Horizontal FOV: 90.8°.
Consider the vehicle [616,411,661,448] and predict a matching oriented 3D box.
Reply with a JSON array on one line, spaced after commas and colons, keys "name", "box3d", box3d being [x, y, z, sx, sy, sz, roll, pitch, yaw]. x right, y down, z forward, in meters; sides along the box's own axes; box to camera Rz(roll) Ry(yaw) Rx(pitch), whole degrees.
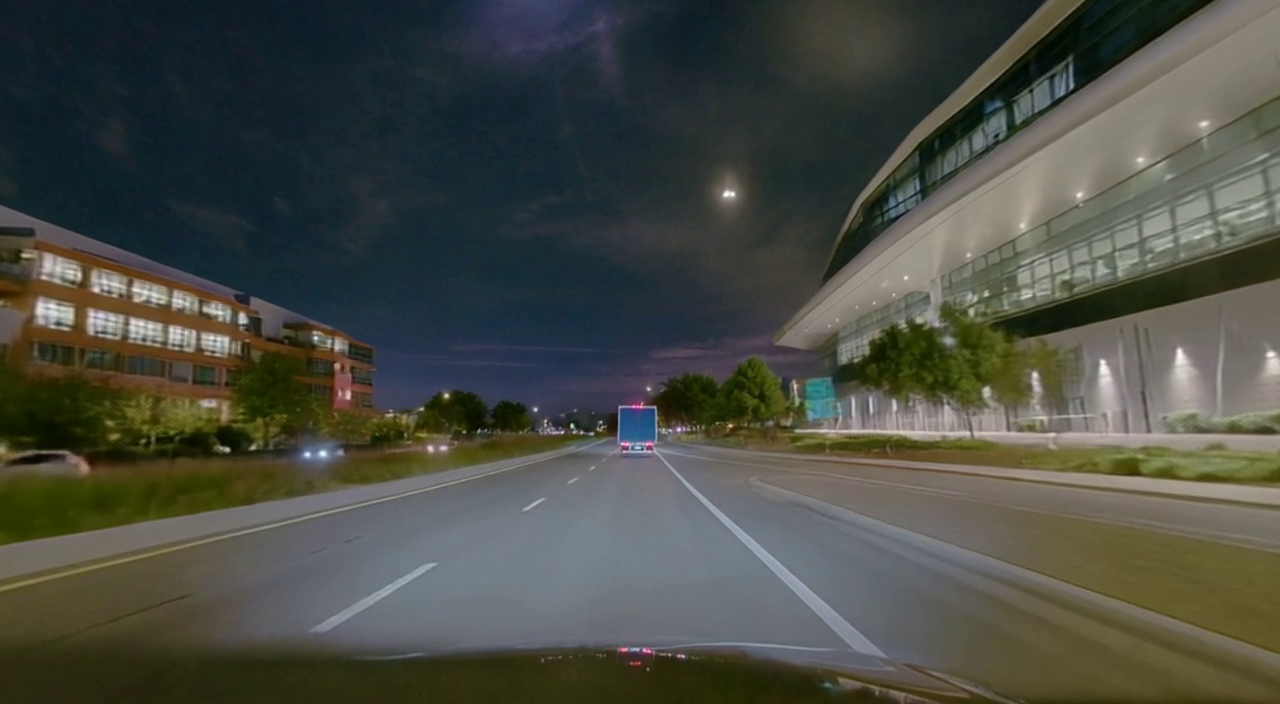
[{"name": "vehicle", "box3d": [-0.176, 4.202, 33.660, 2.178, 1.829, 4.932, 0, -9, -3]}]
